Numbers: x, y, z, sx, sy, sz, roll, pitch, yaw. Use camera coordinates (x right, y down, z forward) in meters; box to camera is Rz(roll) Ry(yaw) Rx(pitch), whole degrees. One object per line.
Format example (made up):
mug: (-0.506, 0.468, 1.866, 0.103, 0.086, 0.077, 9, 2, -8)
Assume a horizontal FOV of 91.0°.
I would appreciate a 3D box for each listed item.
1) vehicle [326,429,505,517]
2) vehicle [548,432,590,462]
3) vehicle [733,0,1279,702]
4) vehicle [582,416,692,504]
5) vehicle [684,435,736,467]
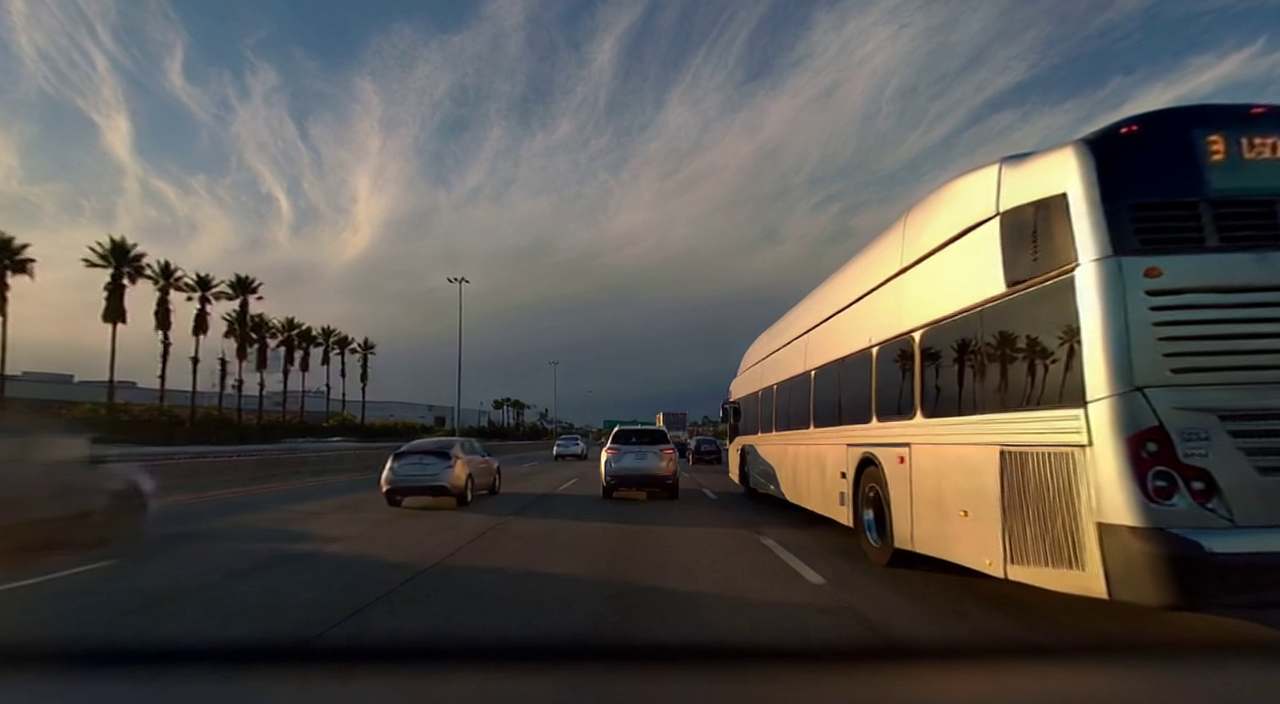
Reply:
vehicle: (-4.464, 2.488, 13.473, 2.040, 1.536, 4.680, 0, -9, 1)
vehicle: (-4.456, 6.052, 40.234, 2.100, 1.765, 4.743, 0, -9, 1)
vehicle: (3.984, 0.849, 10.169, 3.020, 3.622, 14.302, 0, -9, 1)
vehicle: (-0.021, 2.560, 15.196, 2.268, 1.796, 4.280, 0, -9, 1)
vehicle: (3.491, 5.089, 32.381, 2.039, 1.516, 4.521, 0, -9, -2)
